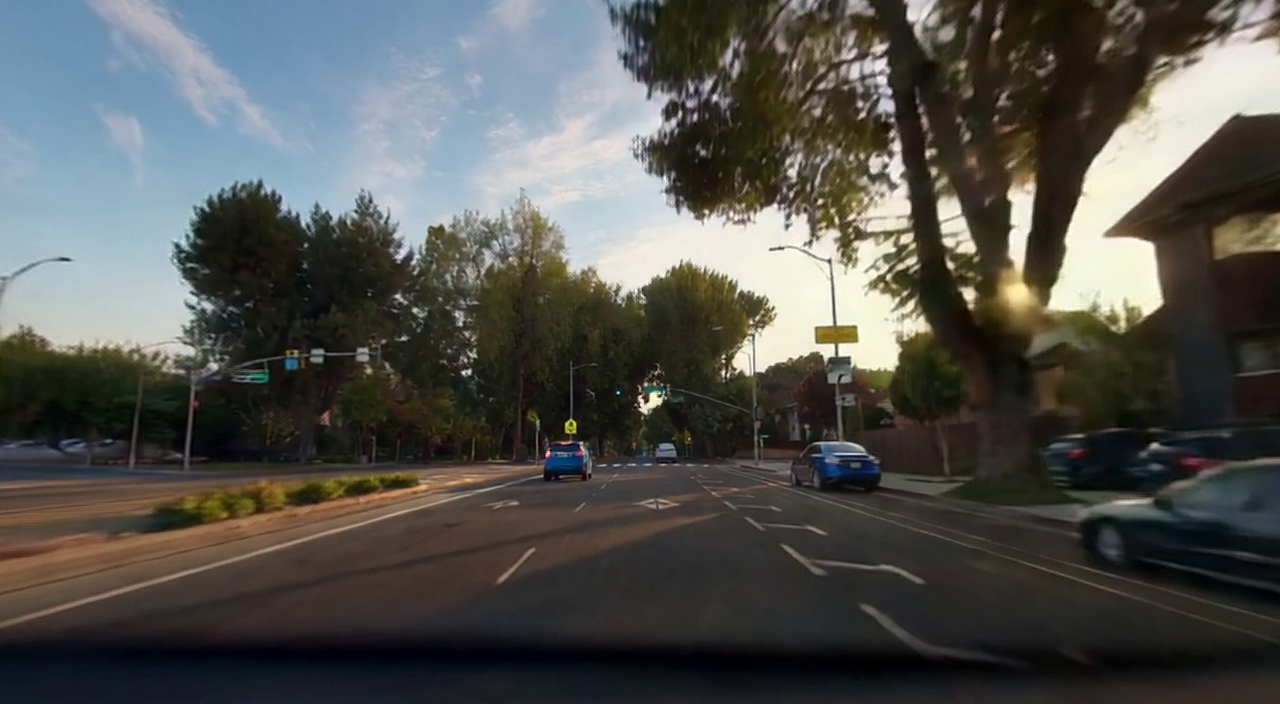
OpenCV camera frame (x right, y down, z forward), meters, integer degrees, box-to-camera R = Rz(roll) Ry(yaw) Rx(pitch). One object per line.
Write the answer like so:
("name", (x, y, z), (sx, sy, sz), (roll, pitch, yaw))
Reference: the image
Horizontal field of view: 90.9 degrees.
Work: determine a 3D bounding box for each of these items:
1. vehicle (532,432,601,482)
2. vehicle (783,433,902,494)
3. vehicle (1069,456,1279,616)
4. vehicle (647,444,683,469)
("vehicle", (-2.863, 4.228, 25.600), (2.150, 1.812, 4.423), (0, -8, 1))
("vehicle", (6.273, 3.519, 20.254), (2.038, 1.687, 4.985), (0, -8, -2))
("vehicle", (6.126, 1.608, 5.701), (1.784, 1.253, 3.905), (0, -8, 1))
("vehicle", (1.496, 6.514, 39.537), (2.075, 1.480, 3.920), (0, -8, 0))
